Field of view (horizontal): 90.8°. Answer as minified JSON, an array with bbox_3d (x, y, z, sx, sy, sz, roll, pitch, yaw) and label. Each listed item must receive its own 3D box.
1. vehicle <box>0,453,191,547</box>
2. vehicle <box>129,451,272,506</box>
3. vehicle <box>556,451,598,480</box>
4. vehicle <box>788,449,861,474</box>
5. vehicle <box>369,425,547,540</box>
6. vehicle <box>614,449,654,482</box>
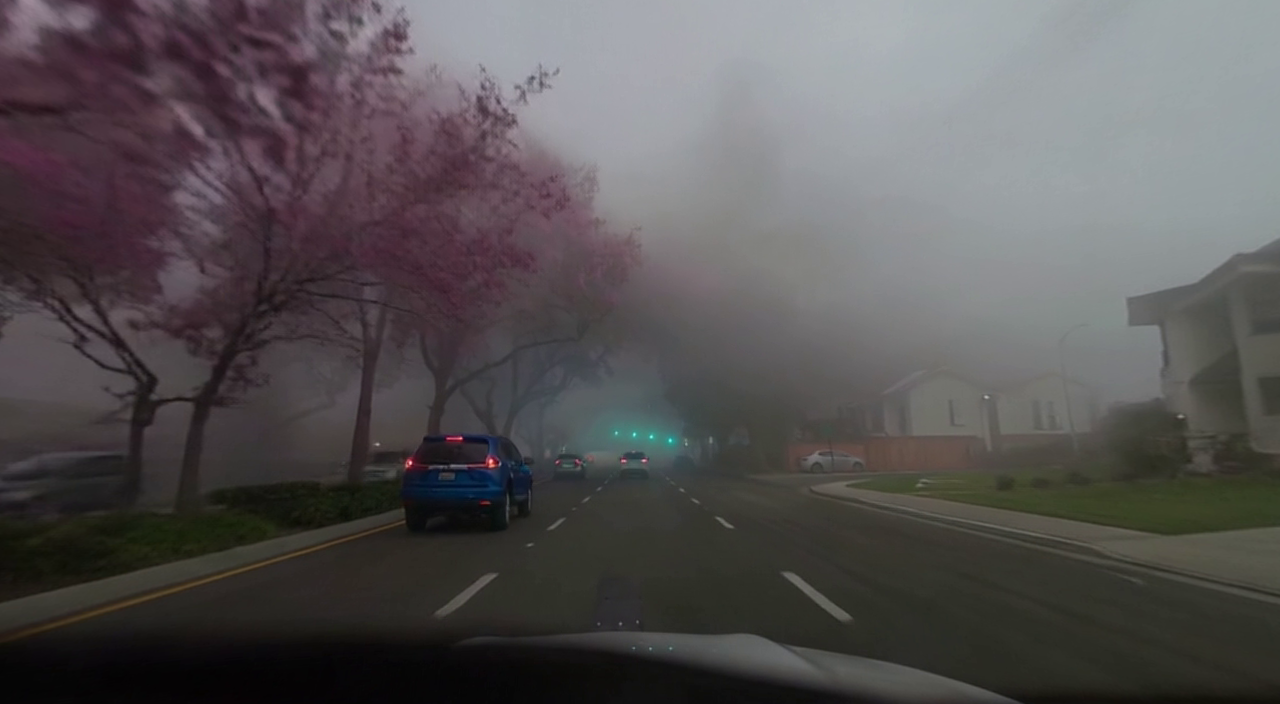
[{"bbox_3d":[-11.543,2.772,12.418,1.979,1.483,4.671,0,-9,0],"label":"vehicle"},{"bbox_3d":[-15.503,4.435,22.637,1.994,1.686,4.352,0,-8,0],"label":"vehicle"},{"bbox_3d":[-3.638,6.643,37.174,2.066,1.565,3.905,0,-8,1],"label":"vehicle"},{"bbox_3d":[12.627,7.521,43.452,4.482,1.678,1.890,-1,-9,7],"label":"vehicle"},{"bbox_3d":[-3.461,2.579,13.202,2.161,1.919,4.798,0,-8,2],"label":"vehicle"},{"bbox_3d":[-0.296,5.968,33.484,1.997,1.636,3.760,0,-8,0],"label":"vehicle"}]
